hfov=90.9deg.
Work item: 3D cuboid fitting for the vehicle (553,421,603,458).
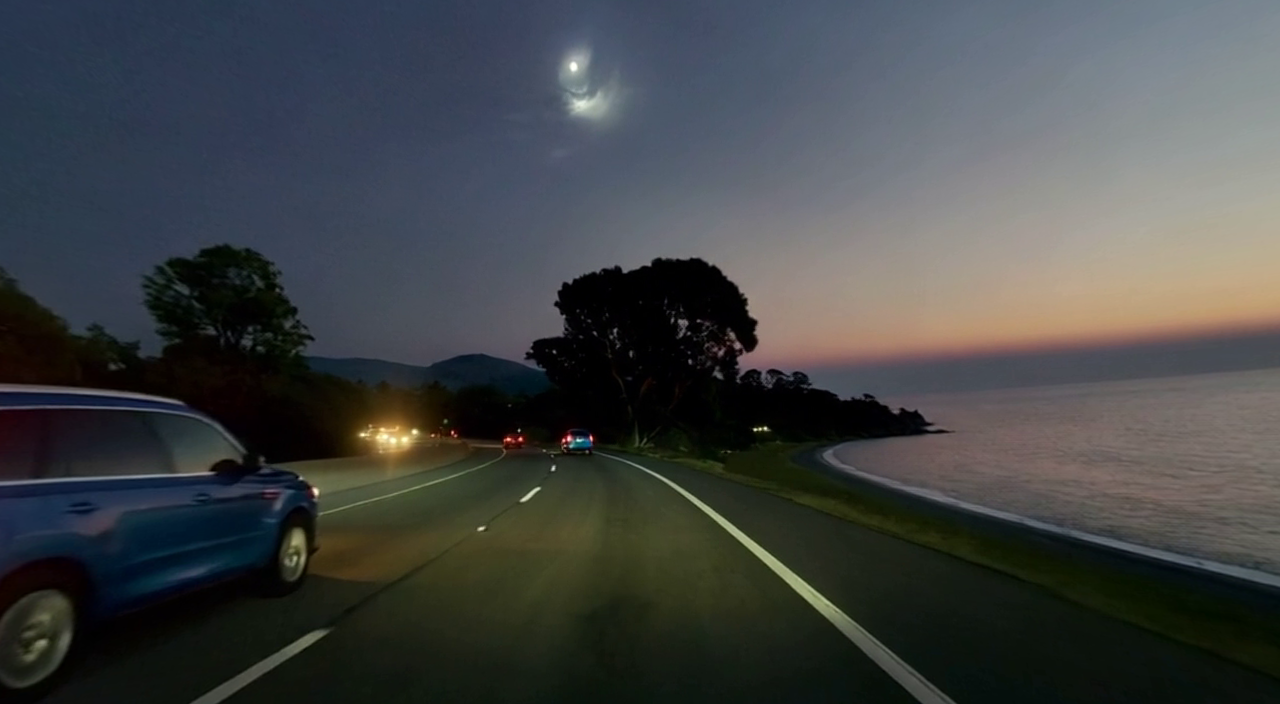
[{"bbox_3d":[-4.022,5.589,40.037,2.632,2.162,5.529,2,-9,-11],"label":"vehicle"}]

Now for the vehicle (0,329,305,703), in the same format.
[{"bbox_3d":[-4.295,0.884,3.533,2.248,1.849,4.747,0,-8,-1],"label":"vehicle"}]
